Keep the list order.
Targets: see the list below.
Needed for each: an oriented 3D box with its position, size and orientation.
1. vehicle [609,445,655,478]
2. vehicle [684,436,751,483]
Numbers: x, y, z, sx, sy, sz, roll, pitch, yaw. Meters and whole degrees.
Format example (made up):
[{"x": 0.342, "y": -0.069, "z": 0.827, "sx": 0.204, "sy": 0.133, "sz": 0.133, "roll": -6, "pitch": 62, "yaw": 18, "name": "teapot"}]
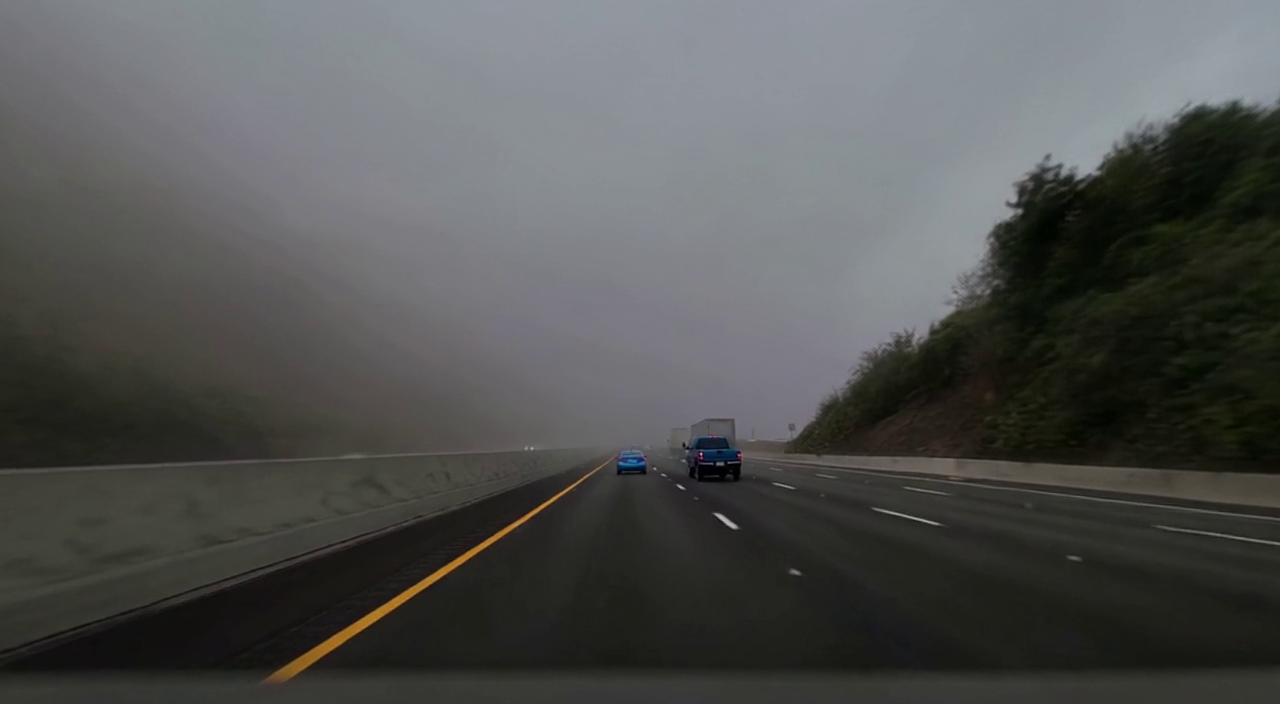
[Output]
[{"x": -0.402, "y": 5.302, "z": 30.837, "sx": 2.083, "sy": 1.477, "sz": 3.965, "roll": 0, "pitch": -9, "yaw": -1, "name": "vehicle"}, {"x": 3.161, "y": 4.491, "z": 26.719, "sx": 2.098, "sy": 1.794, "sz": 4.561, "roll": 0, "pitch": -9, "yaw": -2, "name": "vehicle"}]
